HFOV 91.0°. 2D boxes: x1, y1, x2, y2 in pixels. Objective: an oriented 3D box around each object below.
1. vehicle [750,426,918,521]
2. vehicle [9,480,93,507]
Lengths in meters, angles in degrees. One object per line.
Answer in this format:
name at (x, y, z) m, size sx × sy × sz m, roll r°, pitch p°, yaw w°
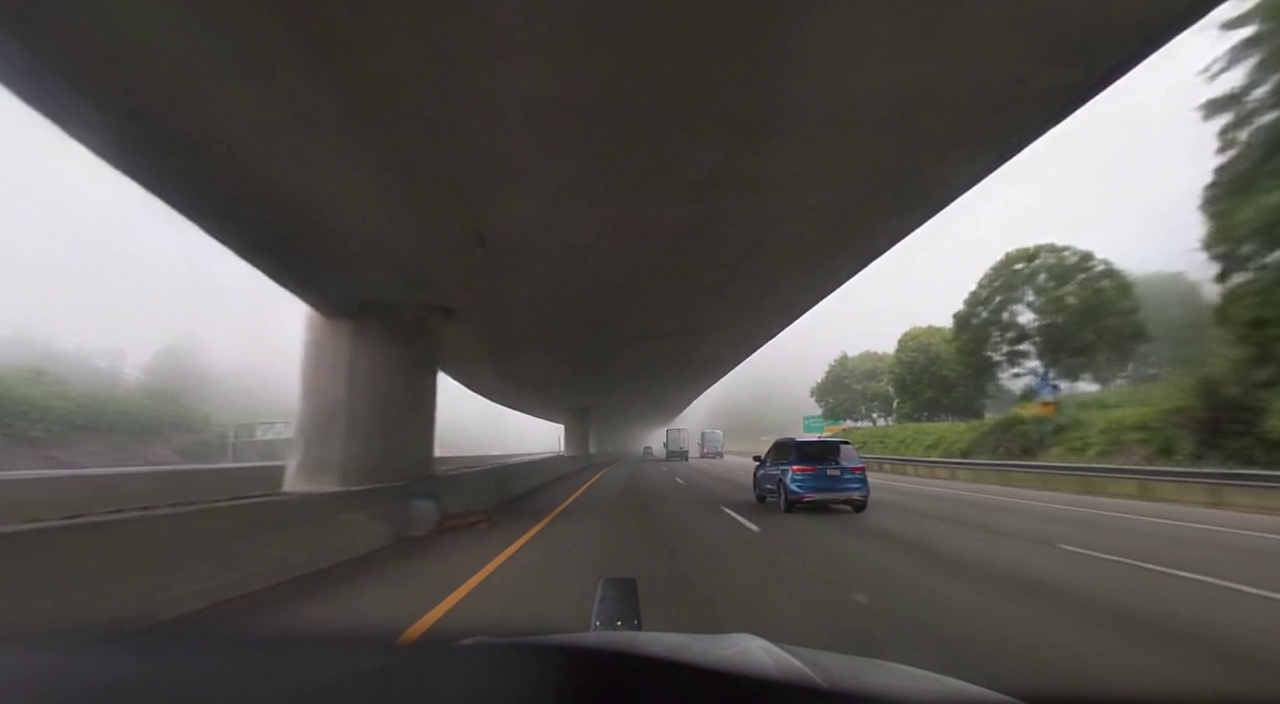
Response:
vehicle at (3.907, 2.538, 13.667) m, size 2.148 × 1.691 × 4.443 m, roll 0°, pitch -9°, yaw -1°
vehicle at (-39.728, 9.538, 42.567) m, size 1.777 × 1.456 × 3.949 m, roll 0°, pitch -9°, yaw 0°
